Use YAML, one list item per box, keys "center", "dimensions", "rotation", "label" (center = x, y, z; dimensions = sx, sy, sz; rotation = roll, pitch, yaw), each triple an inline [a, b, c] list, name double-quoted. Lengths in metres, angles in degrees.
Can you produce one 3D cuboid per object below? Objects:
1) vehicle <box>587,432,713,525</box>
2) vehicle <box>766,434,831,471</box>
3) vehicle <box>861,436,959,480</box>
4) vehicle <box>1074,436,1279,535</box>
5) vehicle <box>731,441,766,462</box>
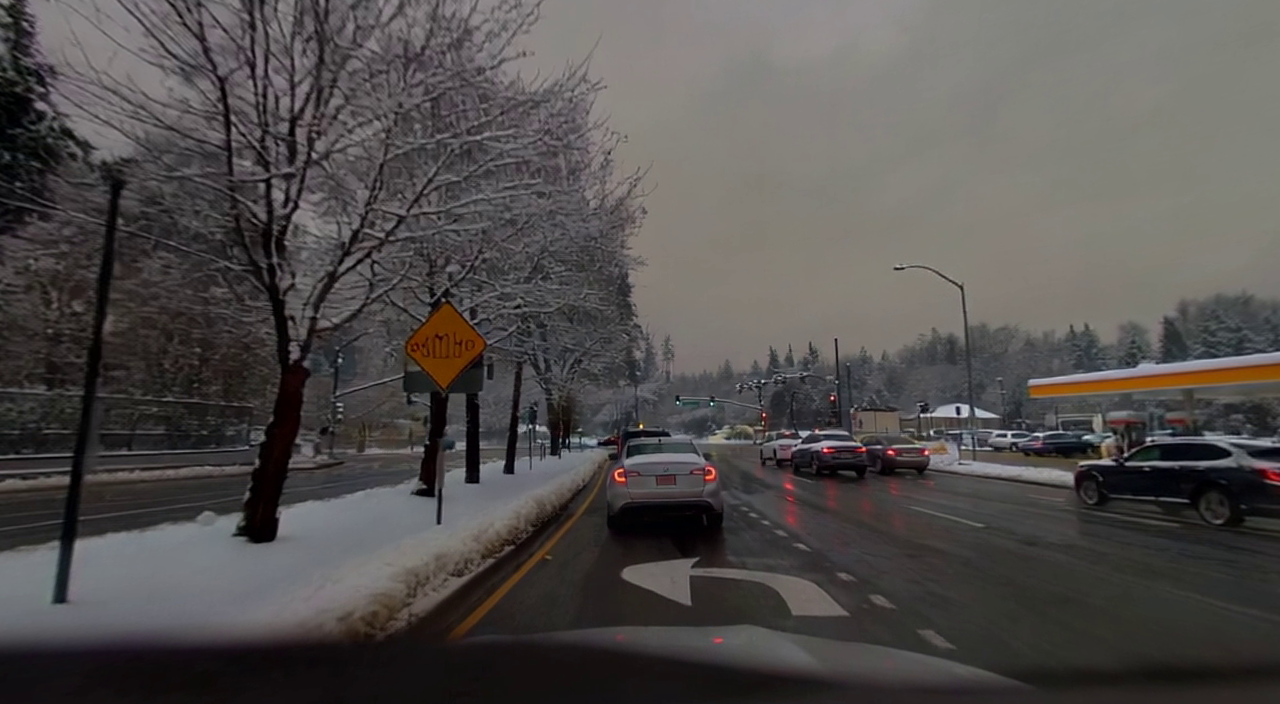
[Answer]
- center: [0.131, 2.358, 12.291]
  dimensions: [2.032, 1.461, 4.173]
  rotation: [0, -9, -1]
  label: "vehicle"
- center: [7.854, 5.043, 31.737]
  dimensions: [1.991, 1.695, 4.357]
  rotation: [0, -9, -2]
  label: "vehicle"
- center: [10.794, 4.276, 25.615]
  dimensions: [1.976, 1.584, 4.516]
  rotation: [0, -9, 0]
  label: "vehicle"
- center: [10.636, 2.344, 11.685]
  dimensions: [1.880, 1.472, 4.694]
  rotation: [0, -9, 0]
  label: "vehicle"
- center: [7.461, 6.896, 43.684]
  dimensions: [1.716, 1.400, 3.921]
  rotation: [0, -9, 0]
  label: "vehicle"
